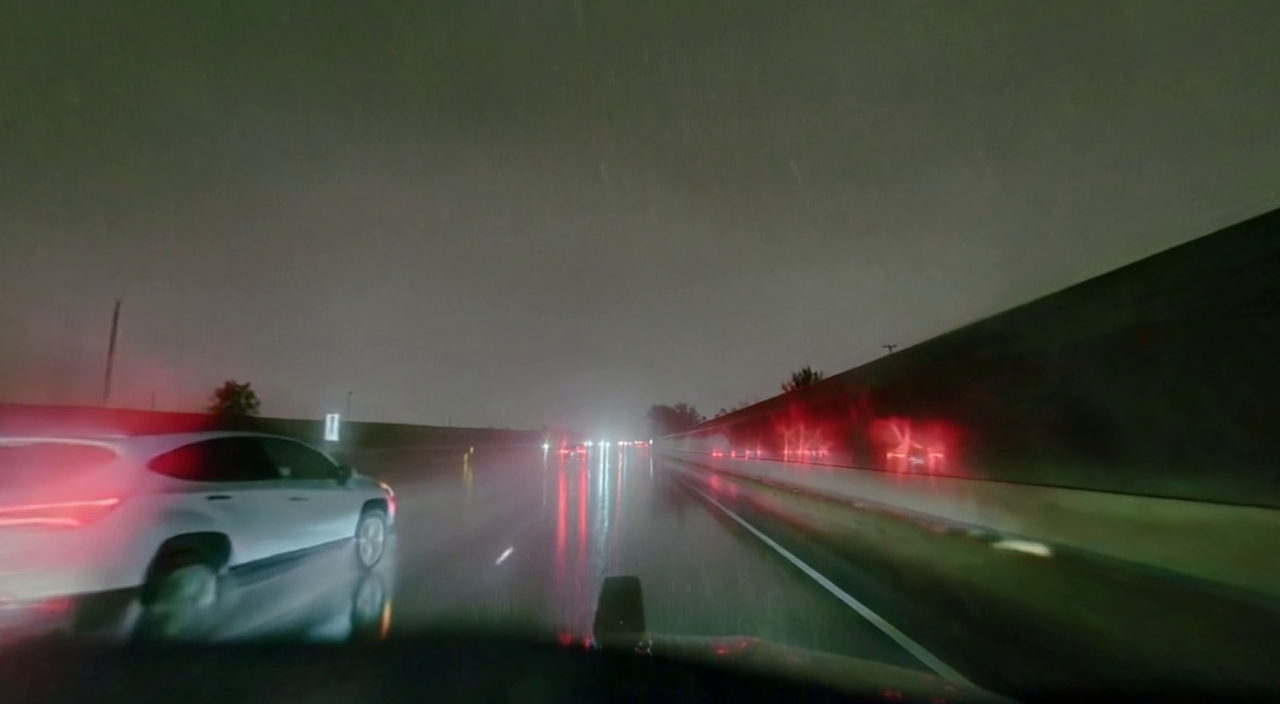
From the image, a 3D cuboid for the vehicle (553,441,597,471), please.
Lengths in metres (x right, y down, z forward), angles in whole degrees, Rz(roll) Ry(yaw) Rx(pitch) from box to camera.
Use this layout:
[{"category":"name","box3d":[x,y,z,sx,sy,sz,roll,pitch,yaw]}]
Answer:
[{"category":"vehicle","box3d":[-3.833,6.202,37.740,2.133,1.683,4.340,0,-9,0]}]

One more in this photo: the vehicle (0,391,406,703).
[{"category":"vehicle","box3d":[-3.798,1.272,4.984,2.195,1.573,4.176,0,-9,1]}]
